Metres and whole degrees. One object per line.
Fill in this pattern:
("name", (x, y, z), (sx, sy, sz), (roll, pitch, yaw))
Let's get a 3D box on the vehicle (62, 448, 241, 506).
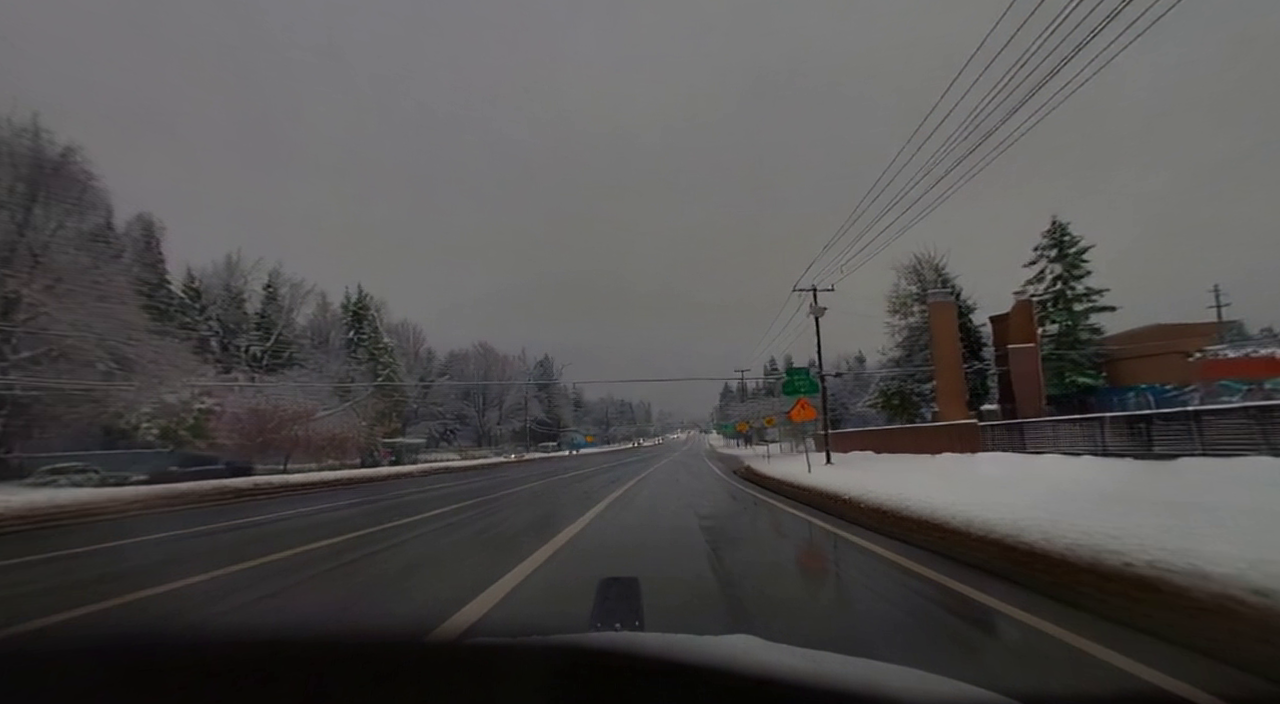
("vehicle", (-14.549, 3.701, 19.233), (1.887, 1.478, 4.471), (0, -8, 0))
